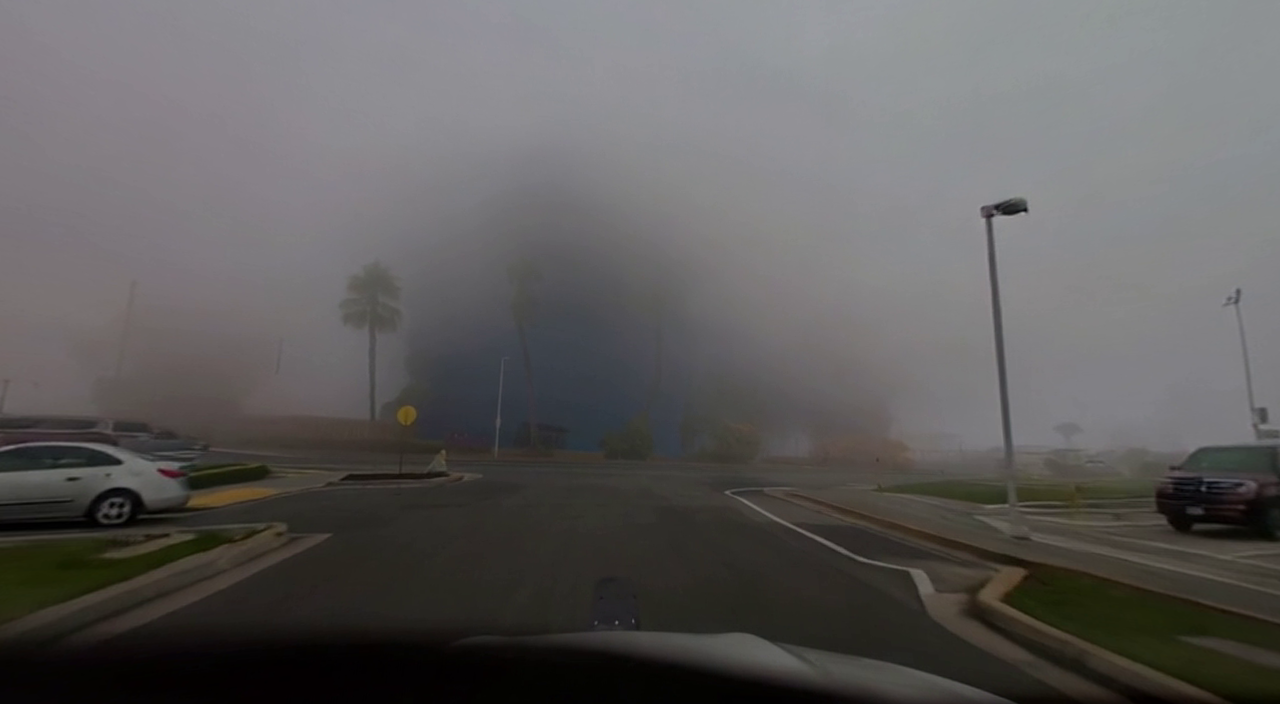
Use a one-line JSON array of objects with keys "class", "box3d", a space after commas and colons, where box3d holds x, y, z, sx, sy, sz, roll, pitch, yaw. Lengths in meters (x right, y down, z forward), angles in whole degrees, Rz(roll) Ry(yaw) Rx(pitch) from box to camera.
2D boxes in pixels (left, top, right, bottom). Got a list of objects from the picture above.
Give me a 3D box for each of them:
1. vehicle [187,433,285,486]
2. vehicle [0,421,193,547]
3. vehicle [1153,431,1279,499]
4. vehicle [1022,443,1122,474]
[{"class": "vehicle", "box3d": [-12.789, 3.429, 20.318, 1.860, 1.485, 4.641, 4, -10, -23]}, {"class": "vehicle", "box3d": [-8.463, 1.552, 7.465, 2.086, 1.434, 4.809, -3, -9, 18]}, {"class": "vehicle", "box3d": [17.447, 3.048, 17.263, 2.043, 1.721, 4.722, 2, -8, -27]}, {"class": "vehicle", "box3d": [27.499, 6.769, 40.298, 4.839, 1.845, 2.037, 0, -8, -2]}]
